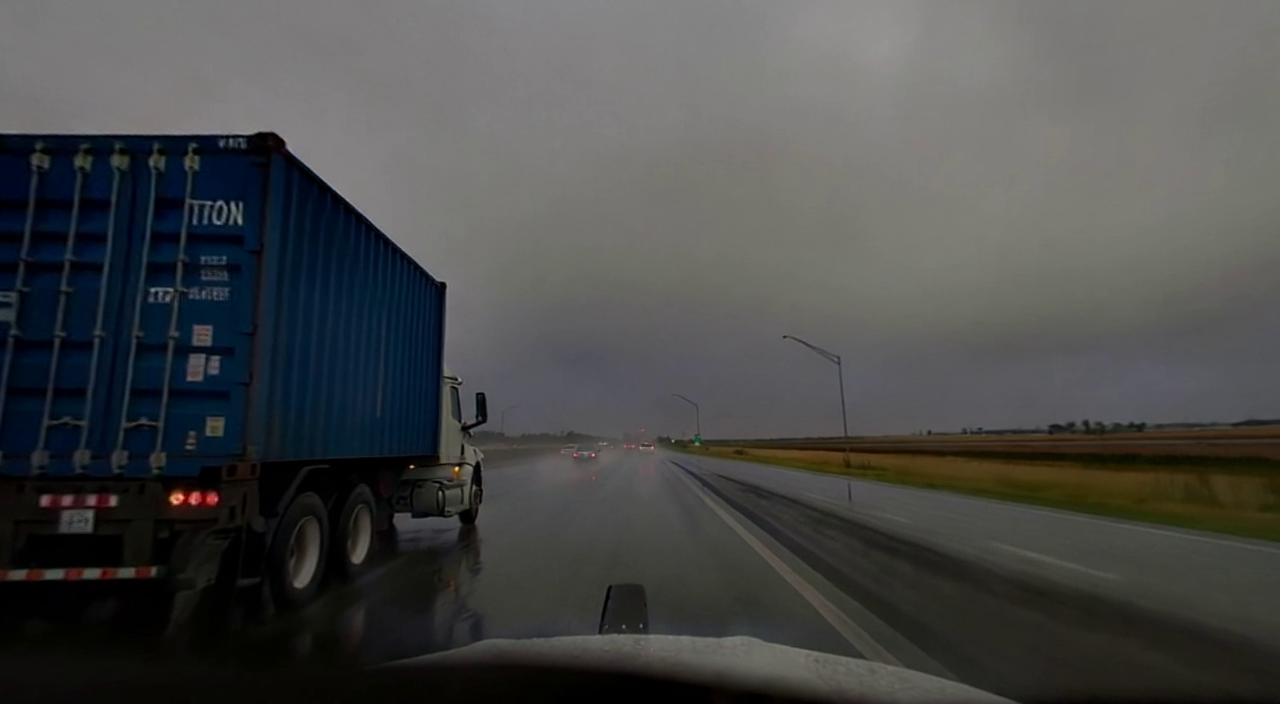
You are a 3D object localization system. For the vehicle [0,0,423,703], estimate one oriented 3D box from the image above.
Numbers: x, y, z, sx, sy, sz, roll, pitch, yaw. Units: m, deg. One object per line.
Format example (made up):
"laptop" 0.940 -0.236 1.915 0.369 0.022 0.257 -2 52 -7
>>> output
"vehicle" -4.103 -0.443 0.667 2.840 4.032 13.388 0 -9 1

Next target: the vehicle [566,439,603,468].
"vehicle" -3.537 6.572 41.069 1.995 1.745 4.187 0 -8 1
